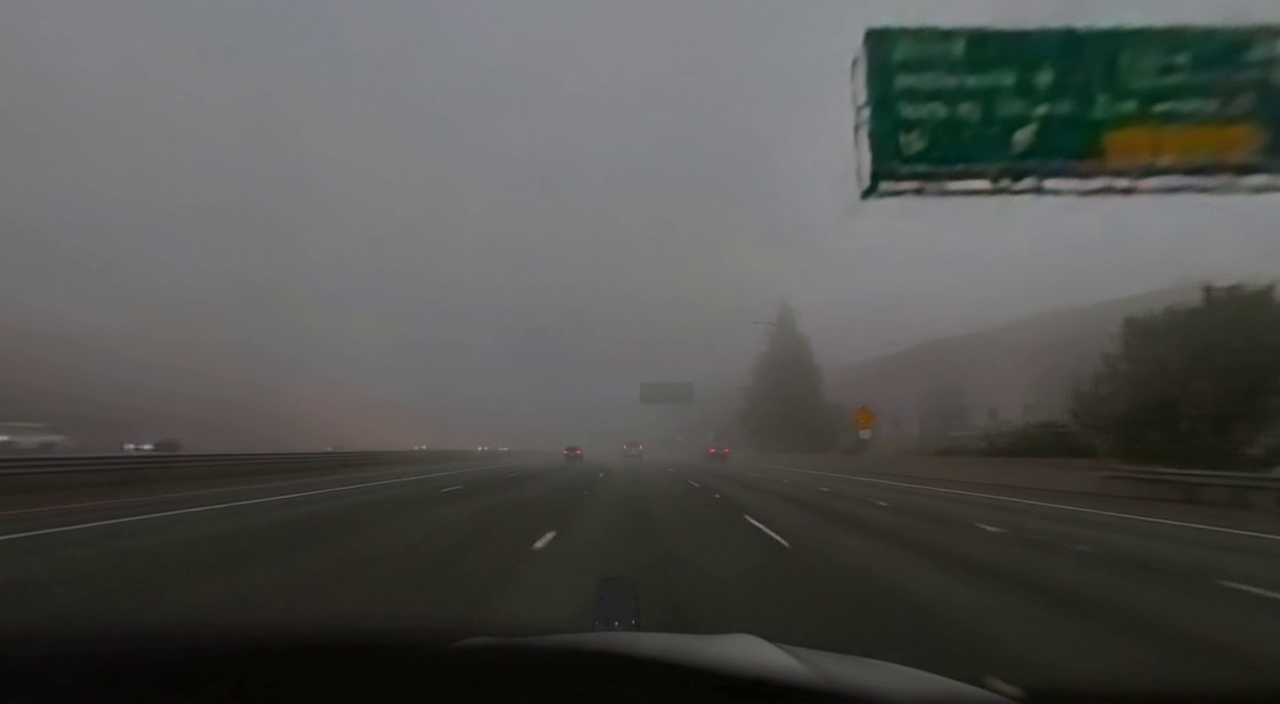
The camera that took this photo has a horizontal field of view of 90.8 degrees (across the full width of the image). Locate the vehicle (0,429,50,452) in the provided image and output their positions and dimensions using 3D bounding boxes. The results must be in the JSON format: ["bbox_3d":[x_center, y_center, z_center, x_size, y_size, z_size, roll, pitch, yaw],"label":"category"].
[{"bbox_3d":[-48.441,6.710,47.881,2.025,1.701,5.588,0,-9,0],"label":"vehicle"}]
